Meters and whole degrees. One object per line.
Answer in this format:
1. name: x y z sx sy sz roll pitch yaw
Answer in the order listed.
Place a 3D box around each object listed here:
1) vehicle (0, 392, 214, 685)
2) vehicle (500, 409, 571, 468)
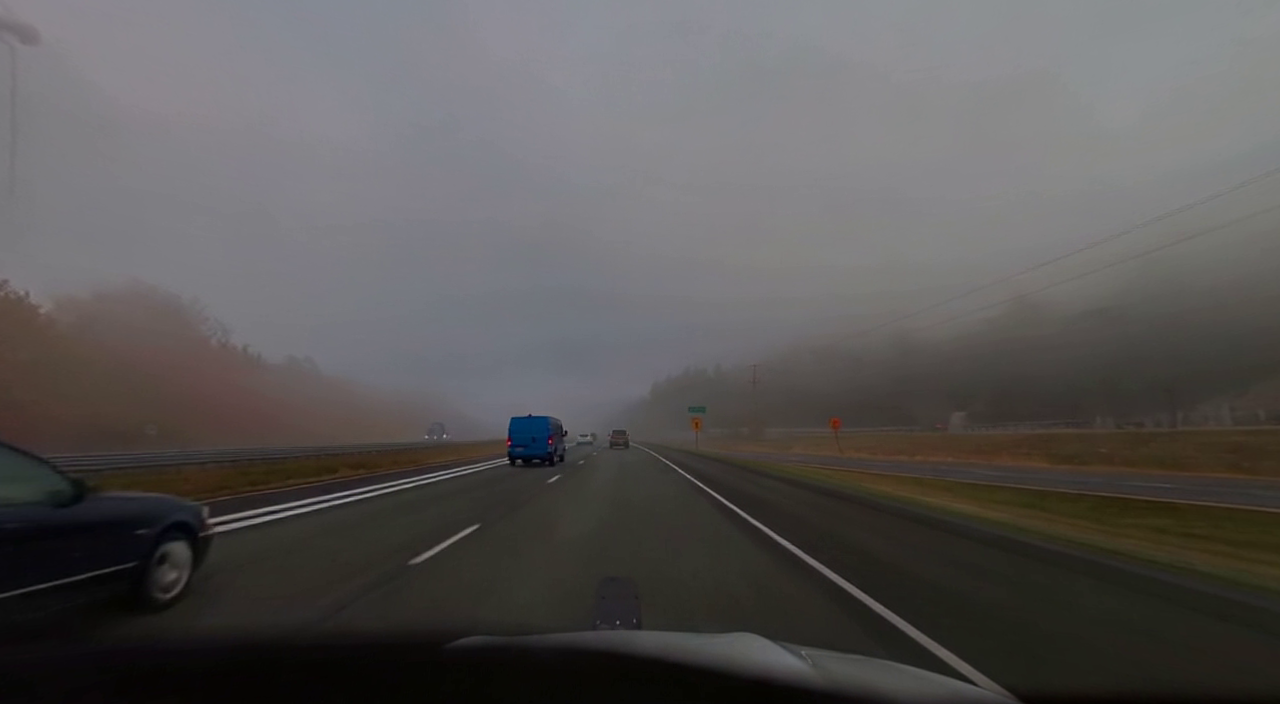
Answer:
1. vehicle: -4.372 0.894 2.641 2.027 1.530 4.520 0 -8 -1
2. vehicle: -4.456 3.804 27.706 2.303 2.323 5.089 0 -8 0
